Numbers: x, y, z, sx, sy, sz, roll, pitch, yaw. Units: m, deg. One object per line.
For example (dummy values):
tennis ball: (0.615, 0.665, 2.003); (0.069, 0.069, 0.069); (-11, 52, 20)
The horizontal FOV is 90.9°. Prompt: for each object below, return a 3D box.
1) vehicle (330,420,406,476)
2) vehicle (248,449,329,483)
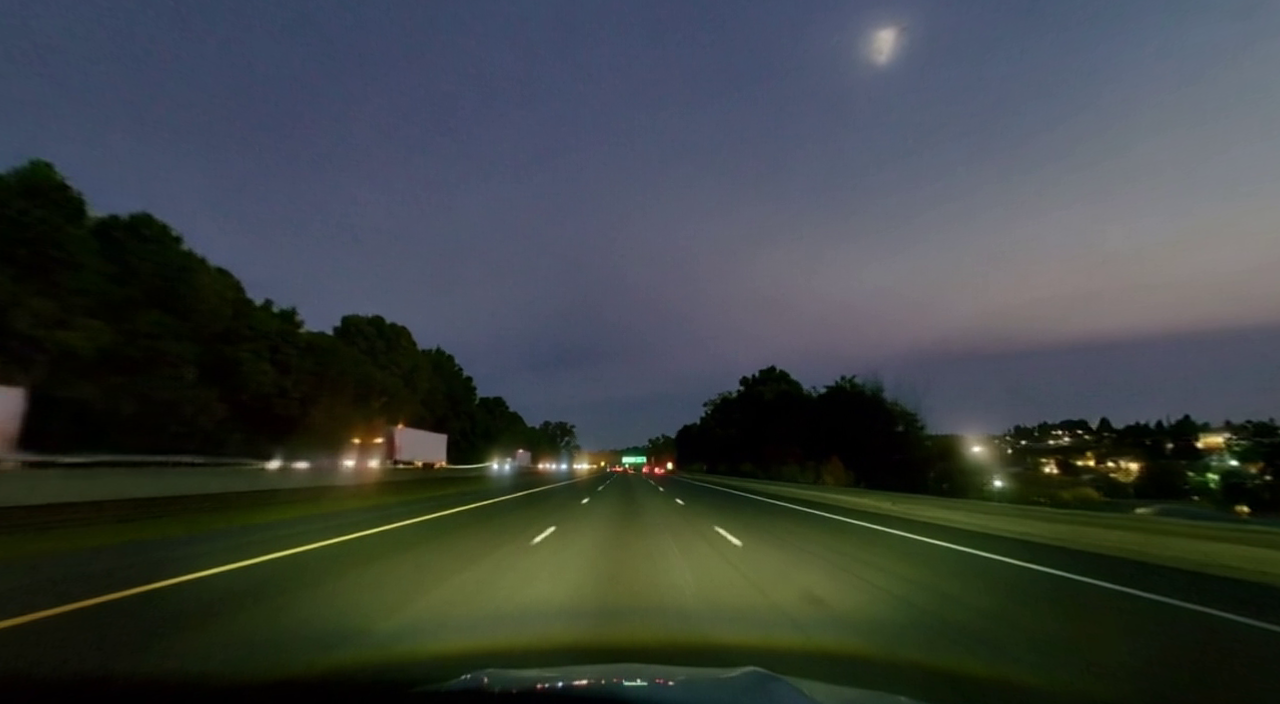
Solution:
vehicle: (-20.471, 7.405, 47.889); (2.931, 3.913, 5.982); (1, -10, -1)
vehicle: (-16.128, 5.283, 29.122); (1.722, 1.419, 3.521); (1, -10, -1)
